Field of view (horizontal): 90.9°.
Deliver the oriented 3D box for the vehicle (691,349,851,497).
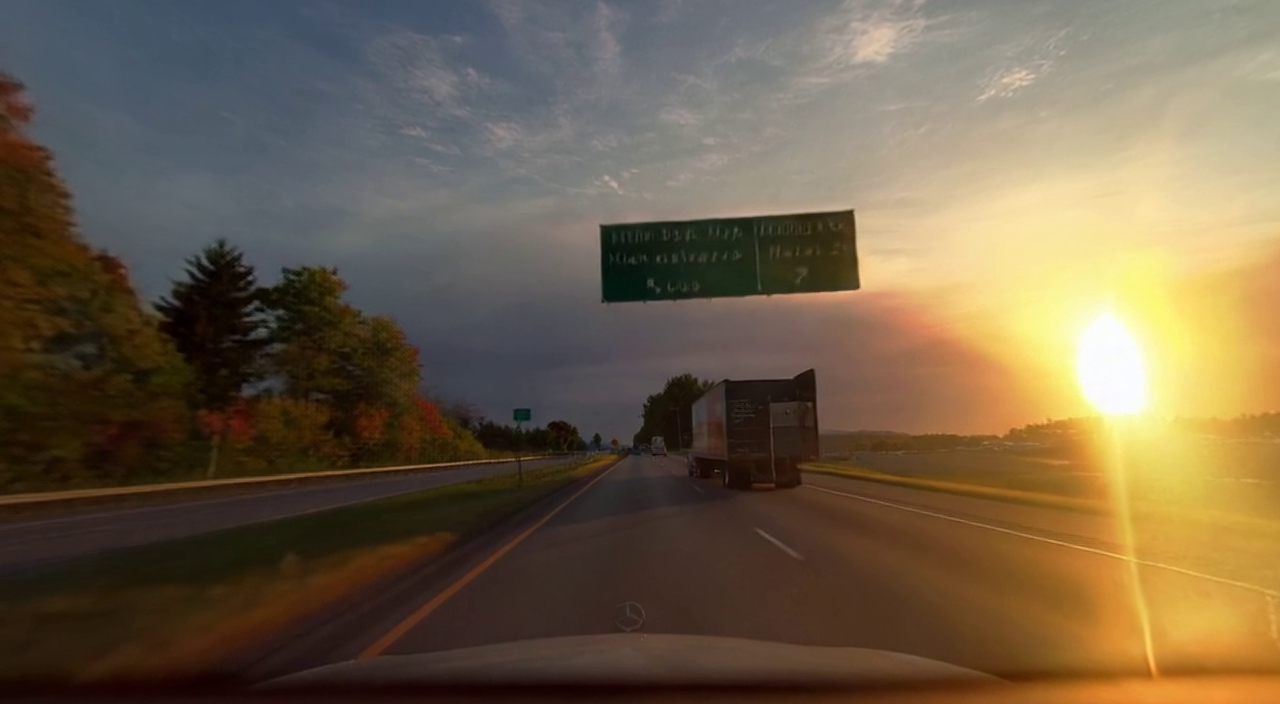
[{"bbox_3d":[4.227,3.053,24.834,3.231,4.102,14.393,0,-9,0],"label":"vehicle"}]
